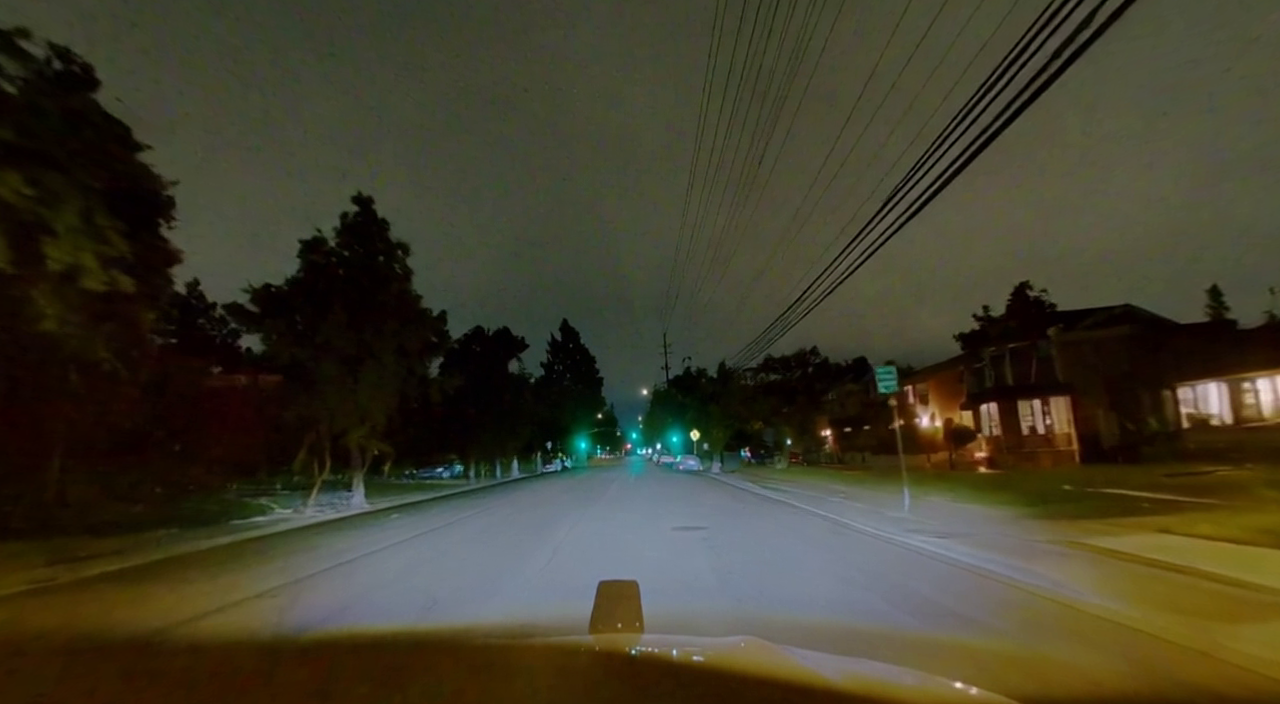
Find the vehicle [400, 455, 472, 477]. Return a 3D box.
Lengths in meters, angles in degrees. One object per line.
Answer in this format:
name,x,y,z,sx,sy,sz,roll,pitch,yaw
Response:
vehicle,-14.964,8.381,46.578,4.647,1.497,1.970,0,-9,-2

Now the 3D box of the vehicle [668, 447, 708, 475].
vehicle,3.135,7.201,41.843,2.128,1.724,4.492,0,-9,-2
